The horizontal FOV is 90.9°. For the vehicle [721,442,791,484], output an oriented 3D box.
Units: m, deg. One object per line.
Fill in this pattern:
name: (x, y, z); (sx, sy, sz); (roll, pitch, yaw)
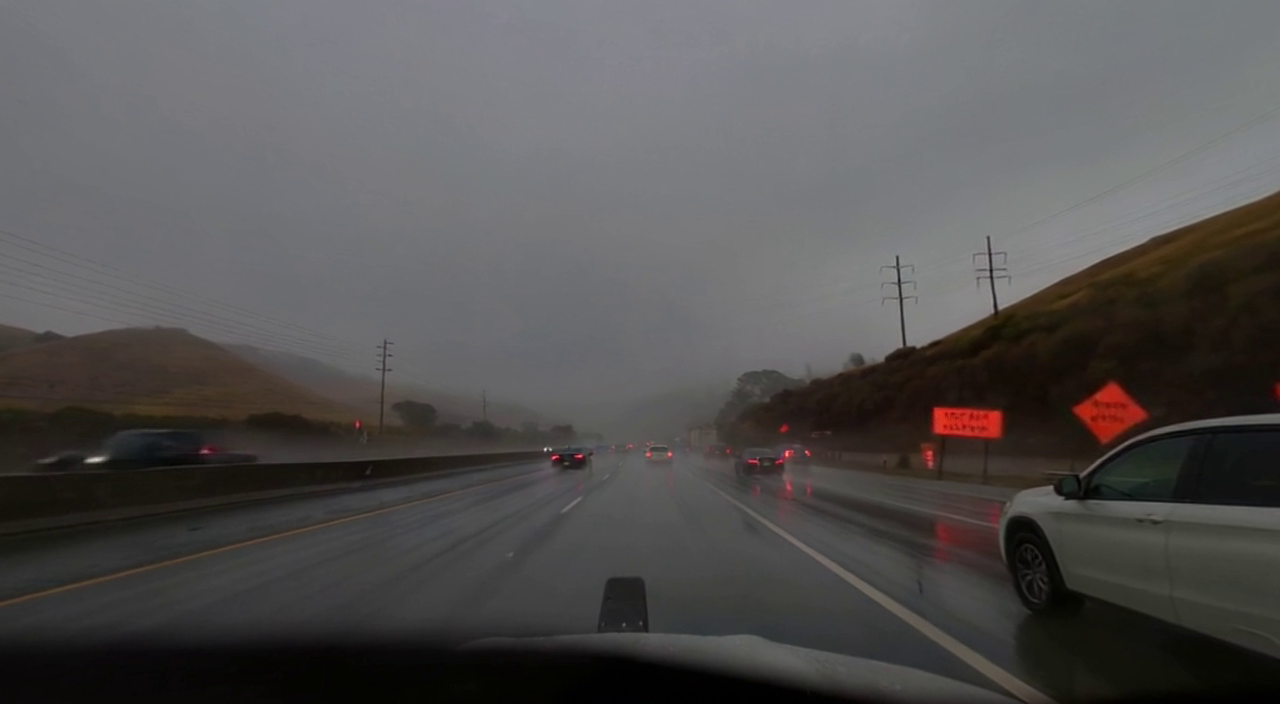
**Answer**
vehicle: (4.406, 4.262, 24.560); (1.867, 1.465, 4.093); (0, -8, -1)

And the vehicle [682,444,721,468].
vehicle: (4.075, 6.928, 42.237); (2.177, 1.453, 4.205); (0, -8, 0)

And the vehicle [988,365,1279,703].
vehicle: (3.906, 0.900, 2.866); (2.018, 1.670, 4.658); (0, -8, 1)

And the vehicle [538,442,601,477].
vehicle: (-3.068, 4.834, 28.506); (2.232, 1.438, 4.163); (-1, -8, 2)

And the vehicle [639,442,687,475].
vehicle: (1.045, 5.167, 30.764); (2.138, 1.473, 4.392); (0, -8, 0)

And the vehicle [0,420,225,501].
vehicle: (-14.089, 2.814, 16.731); (2.147, 1.742, 5.739); (-1, -8, 2)

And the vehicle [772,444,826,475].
vehicle: (8.387, 5.675, 33.637); (1.843, 1.505, 4.007); (0, -8, 0)
